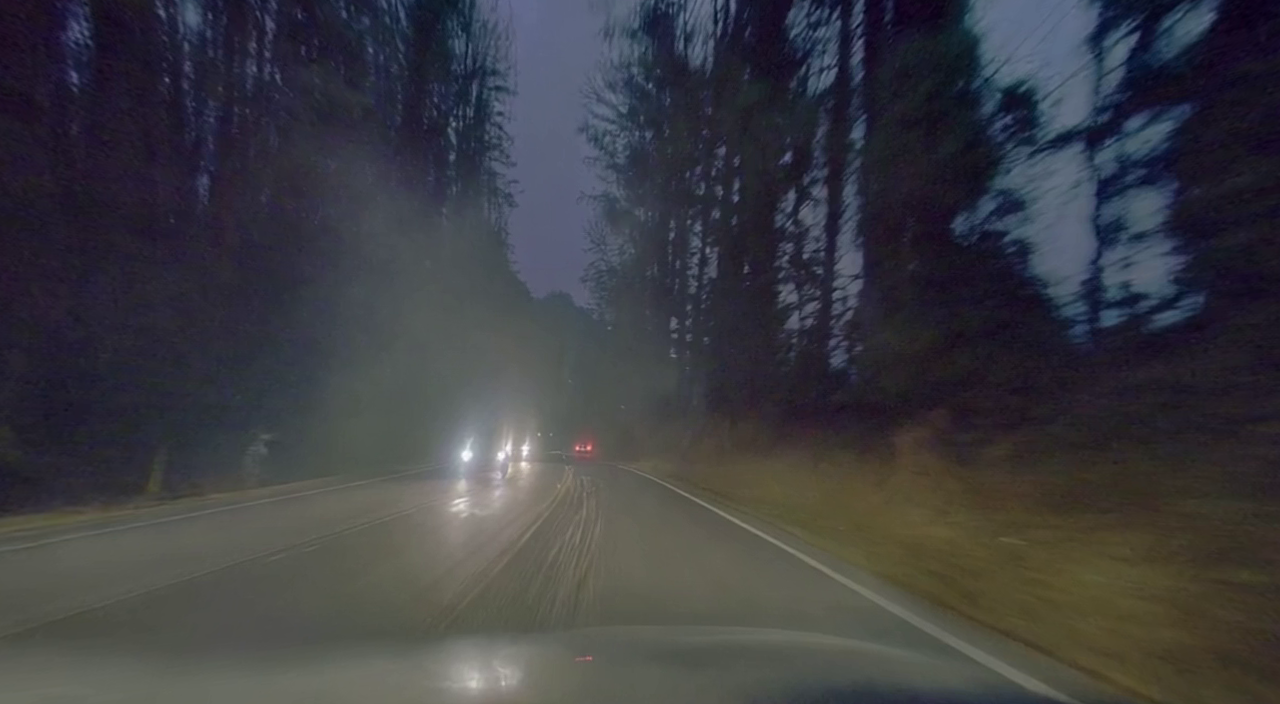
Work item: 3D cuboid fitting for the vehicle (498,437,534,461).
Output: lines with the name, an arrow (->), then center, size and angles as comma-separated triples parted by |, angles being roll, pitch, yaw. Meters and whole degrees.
vehicle -> -9.725, 7.659, 49.905 | 2.318, 1.754, 4.328 | 1, -9, -6

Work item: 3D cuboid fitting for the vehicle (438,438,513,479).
vehicle -> -6.601, 4.298, 25.818 | 2.139, 1.498, 4.453 | 0, -8, -4
